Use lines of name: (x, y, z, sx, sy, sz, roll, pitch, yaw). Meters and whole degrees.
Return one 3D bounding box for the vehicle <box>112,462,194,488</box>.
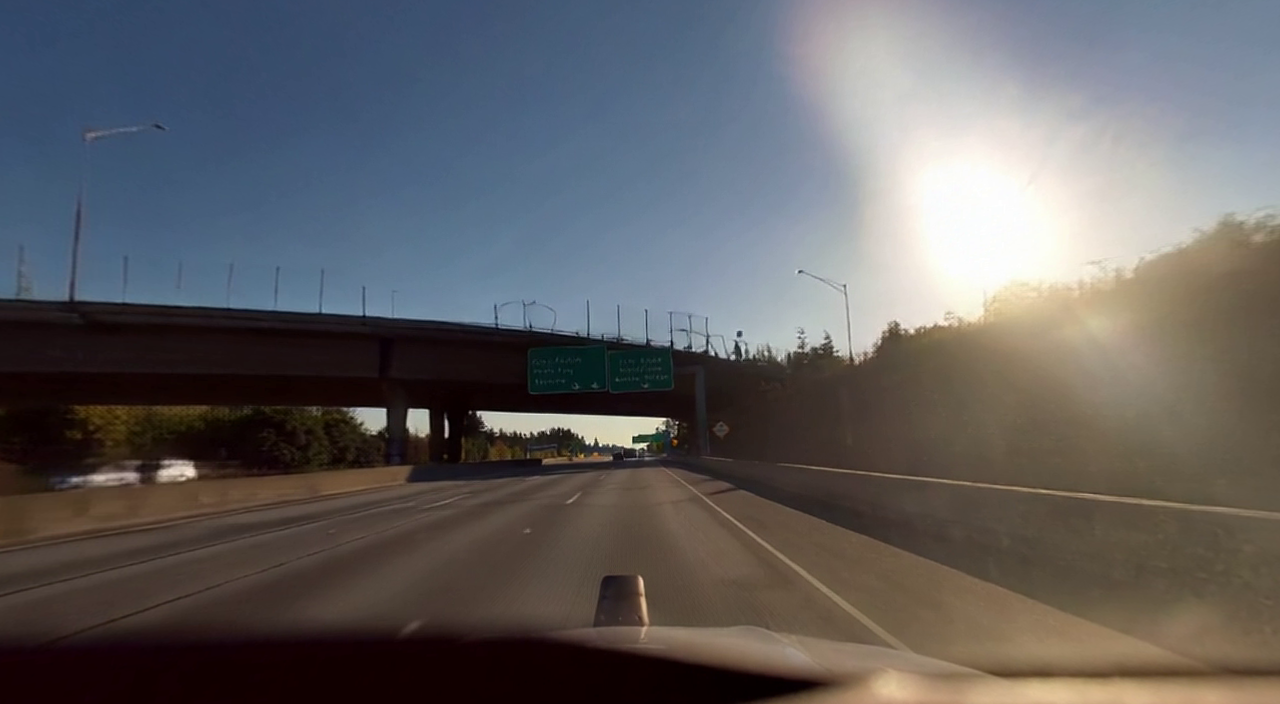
vehicle: (-31.407, 7.947, 40.737, 1.757, 1.442, 4.577, 0, -9, -2)
